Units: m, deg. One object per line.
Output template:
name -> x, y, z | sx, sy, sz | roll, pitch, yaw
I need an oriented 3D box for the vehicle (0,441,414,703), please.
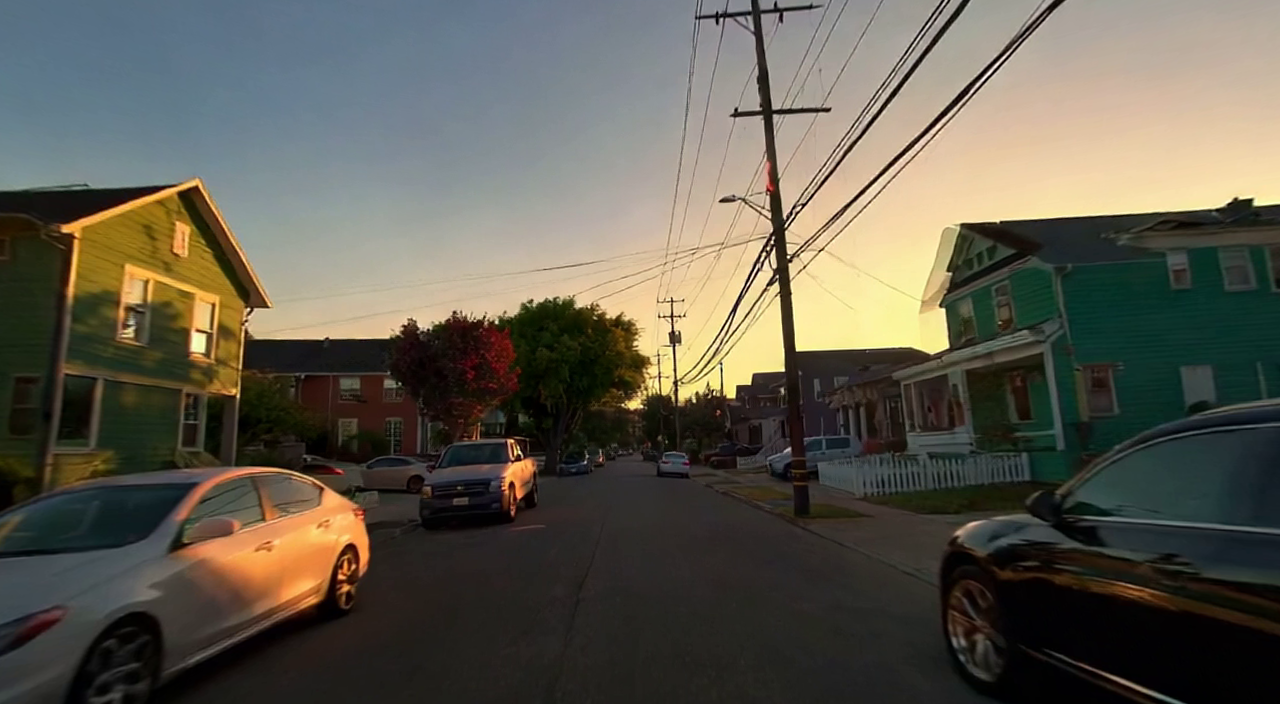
vehicle -> -3.388, 1.384, 3.863 | 2.071, 1.485, 4.610 | -5, -8, 3

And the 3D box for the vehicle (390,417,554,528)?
vehicle -> -3.747, 2.784, 15.387 | 2.399, 2.085, 5.589 | -3, -8, 0

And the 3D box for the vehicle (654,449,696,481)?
vehicle -> 1.919, 6.379, 35.988 | 2.043, 1.631, 4.613 | 0, -8, -1

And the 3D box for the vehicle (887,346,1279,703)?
vehicle -> 3.466, 0.953, 3.431 | 1.884, 1.809, 4.139 | -1, -7, -11

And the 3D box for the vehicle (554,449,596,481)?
vehicle -> -4.321, 7.601, 42.719 | 2.204, 1.655, 4.813 | -8, -8, -1

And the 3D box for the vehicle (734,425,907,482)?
vehicle -> 6.795, 3.883, 24.345 | 5.974, 2.066, 2.152 | 0, -8, -1
